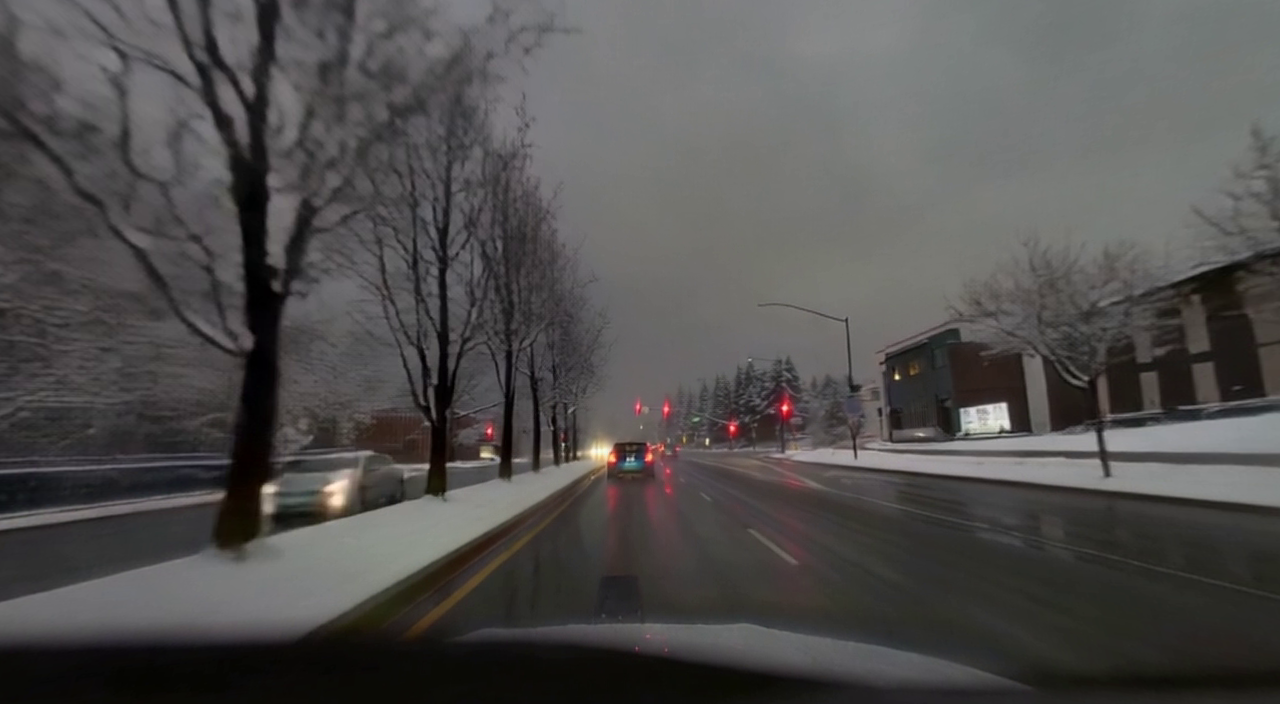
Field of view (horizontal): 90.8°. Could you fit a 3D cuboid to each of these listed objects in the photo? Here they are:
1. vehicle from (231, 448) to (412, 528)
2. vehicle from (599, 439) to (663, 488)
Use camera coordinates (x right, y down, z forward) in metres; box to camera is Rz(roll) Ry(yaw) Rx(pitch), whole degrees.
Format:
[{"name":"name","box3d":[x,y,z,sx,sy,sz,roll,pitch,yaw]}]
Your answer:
[{"name":"vehicle","box3d":[-7.289,3.113,15.107,2.094,1.579,4.297,0,-9,0]},{"name":"vehicle","box3d":[-0.337,4.085,23.513,2.181,1.639,4.127,0,-9,-1]}]
